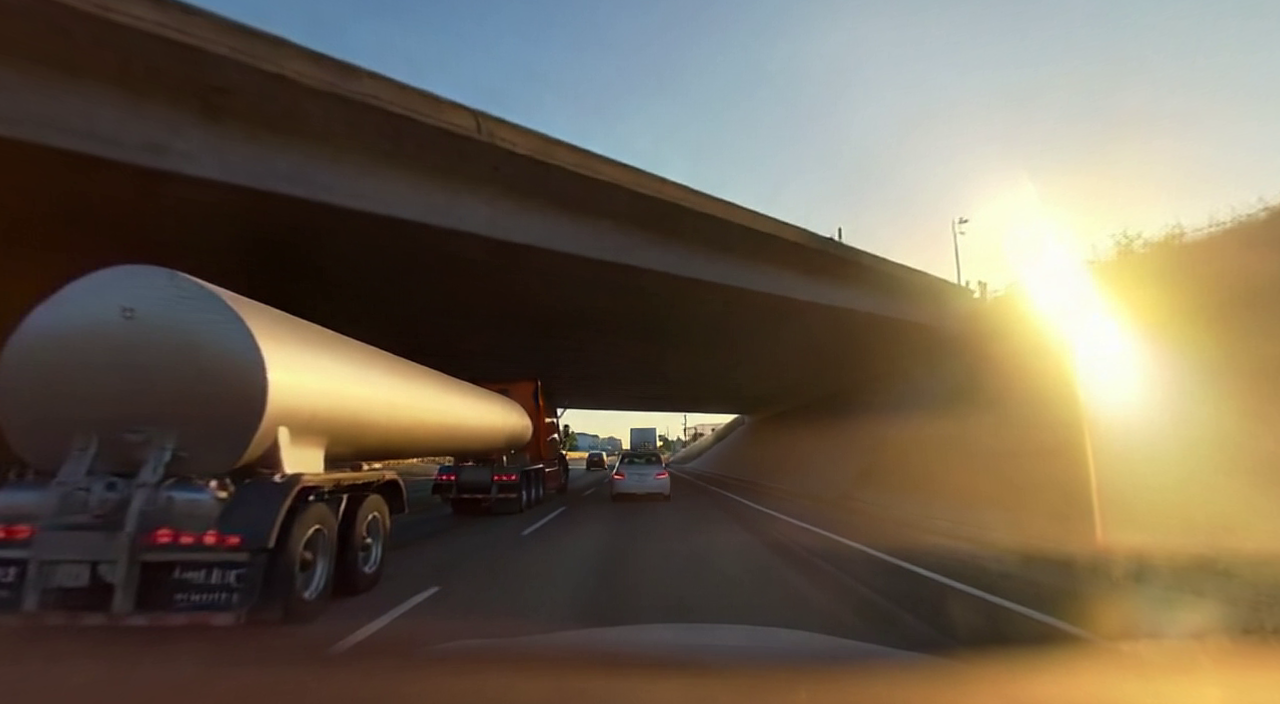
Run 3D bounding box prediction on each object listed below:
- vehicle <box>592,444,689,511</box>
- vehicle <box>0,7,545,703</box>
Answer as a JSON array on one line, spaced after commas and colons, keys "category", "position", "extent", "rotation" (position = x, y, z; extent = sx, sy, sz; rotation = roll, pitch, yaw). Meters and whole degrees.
[{"category": "vehicle", "position": [0.008, 3.193, 16.585], "extent": [2.215, 1.481, 4.246], "rotation": [0, -9, 0]}, {"category": "vehicle", "position": [-4.044, 1.237, 9.945], "extent": [2.896, 3.563, 14.643], "rotation": [0, -9, 0]}]
